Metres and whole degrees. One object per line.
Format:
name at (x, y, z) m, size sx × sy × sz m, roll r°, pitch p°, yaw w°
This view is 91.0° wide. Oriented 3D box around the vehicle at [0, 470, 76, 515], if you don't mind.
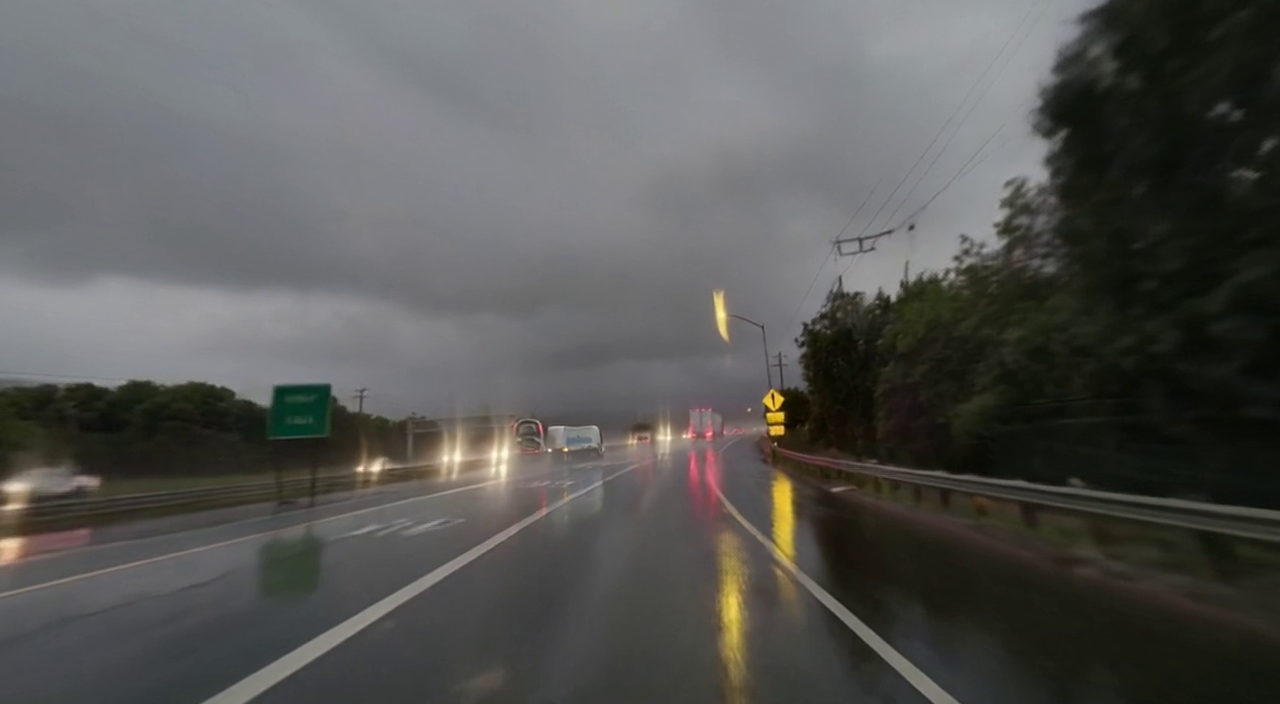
vehicle at (-34.493, 7.595, 33.937) m, size 2.295 × 2.176 × 5.499 m, roll -3°, pitch -9°, yaw 16°
